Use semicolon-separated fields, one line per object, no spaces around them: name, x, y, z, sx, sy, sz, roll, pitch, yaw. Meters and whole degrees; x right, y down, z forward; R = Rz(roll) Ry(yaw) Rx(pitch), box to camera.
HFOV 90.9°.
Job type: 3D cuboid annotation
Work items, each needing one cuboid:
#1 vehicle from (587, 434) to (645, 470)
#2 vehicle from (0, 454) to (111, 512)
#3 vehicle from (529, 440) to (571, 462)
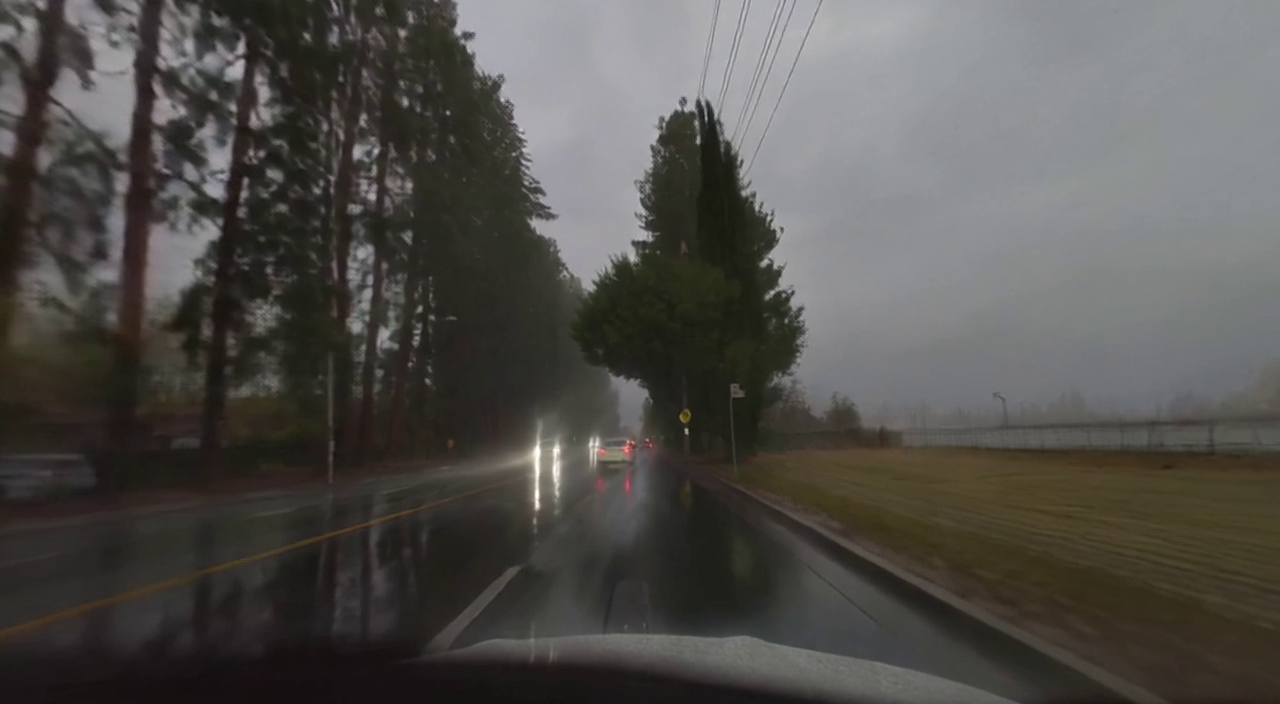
vehicle;-0.982;4.463;28.279;2.153;1.461;4.374;-1;-8;3
vehicle;-18.214;3.627;17.659;4.916;1.474;2.008;0;-8;0
vehicle;-6.220;6.865;43.995;2.142;1.436;4.612;-1;-8;2
